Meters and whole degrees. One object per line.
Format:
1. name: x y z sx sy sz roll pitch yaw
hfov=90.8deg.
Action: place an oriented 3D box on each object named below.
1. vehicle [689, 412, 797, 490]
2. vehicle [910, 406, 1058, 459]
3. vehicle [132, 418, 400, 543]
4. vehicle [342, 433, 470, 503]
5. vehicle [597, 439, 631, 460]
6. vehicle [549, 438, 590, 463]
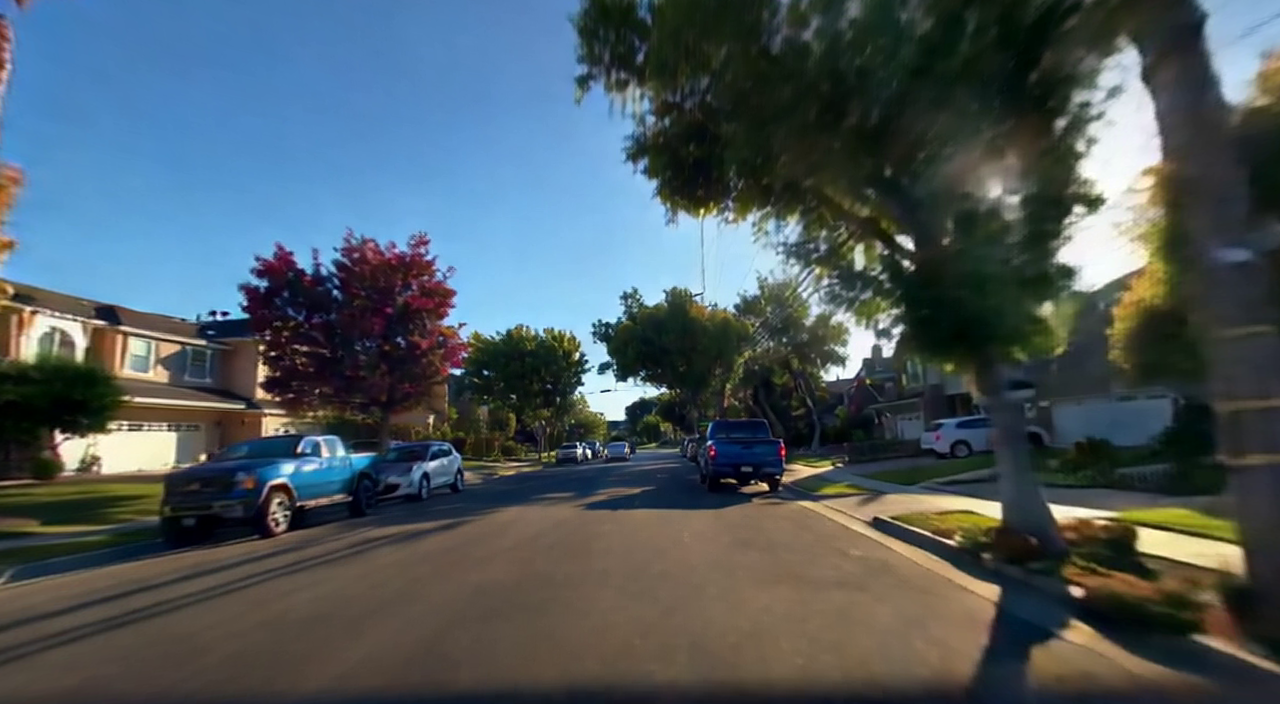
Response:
1. vehicle: 2.943 3.069 19.834 2.437 2.015 6.511 0 -8 1
2. vehicle: 14.230 3.376 26.380 4.778 1.903 2.205 -2 -8 0
3. vehicle: -6.833 2.380 12.418 2.252 1.944 4.714 0 -8 1
4. vehicle: -6.663 3.325 18.609 1.930 1.784 4.474 0 -8 1
5. vehicle: -1.926 7.468 48.433 2.213 1.548 4.370 0 -8 3
6. vehicle: -5.345 7.567 48.545 2.226 1.768 4.780 -1 -8 4
